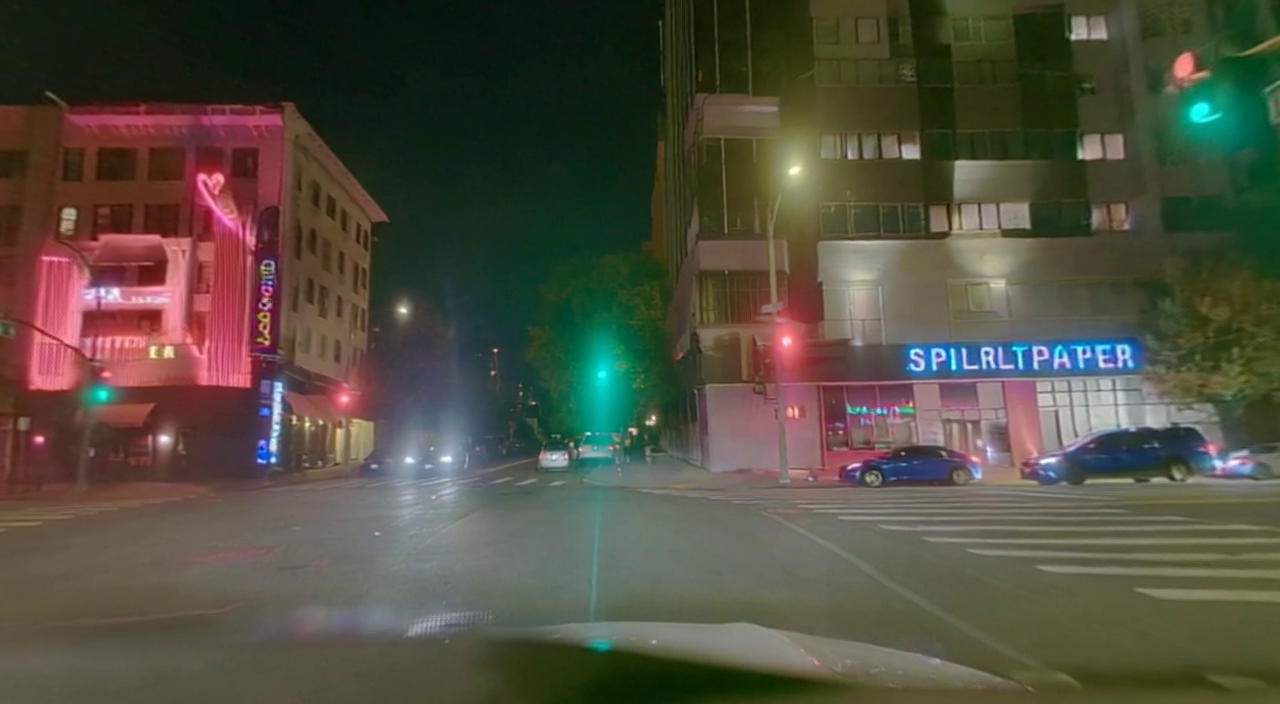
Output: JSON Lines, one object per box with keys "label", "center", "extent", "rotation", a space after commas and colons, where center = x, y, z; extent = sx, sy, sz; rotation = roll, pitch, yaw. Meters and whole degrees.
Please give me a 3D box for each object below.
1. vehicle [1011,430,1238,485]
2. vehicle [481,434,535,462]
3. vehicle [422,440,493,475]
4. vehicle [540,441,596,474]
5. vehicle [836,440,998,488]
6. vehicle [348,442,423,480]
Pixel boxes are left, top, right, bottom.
{"label": "vehicle", "center": [15.327, 3.369, 20.298], "extent": [5.420, 1.609, 2.063], "rotation": [-1, -9, 4]}
{"label": "vehicle", "center": [-8.540, 6.287, 41.302], "extent": [2.181, 1.723, 4.692], "rotation": [-1, -9, 5]}
{"label": "vehicle", "center": [-8.663, 5.060, 30.472], "extent": [2.119, 1.485, 4.472], "rotation": [0, -9, 0]}
{"label": "vehicle", "center": [-3.417, 5.140, 30.920], "extent": [1.892, 1.481, 4.365], "rotation": [-1, -9, 5]}
{"label": "vehicle", "center": [8.979, 3.664, 20.780], "extent": [4.426, 1.446, 1.795], "rotation": [-1, -9, 3]}
{"label": "vehicle", "center": [-13.258, 5.670, 33.209], "extent": [1.933, 1.461, 4.393], "rotation": [-5, -6, 3]}
